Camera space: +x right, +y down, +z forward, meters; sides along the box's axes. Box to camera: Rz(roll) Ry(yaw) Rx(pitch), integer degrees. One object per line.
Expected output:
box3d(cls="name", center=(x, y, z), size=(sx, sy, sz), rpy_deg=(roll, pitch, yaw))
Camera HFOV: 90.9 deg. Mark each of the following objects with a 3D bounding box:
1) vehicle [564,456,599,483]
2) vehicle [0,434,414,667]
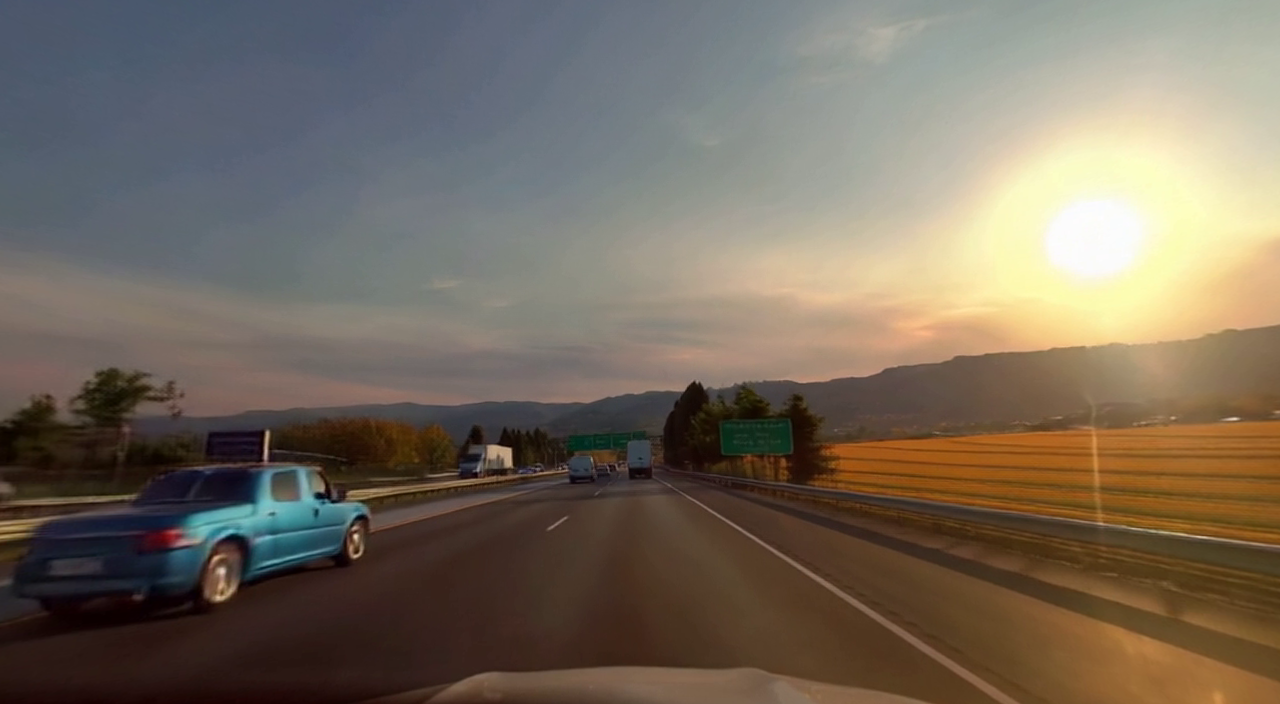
box3d(cls="vehicle", center=(-4.395, 9.007, 48.378), size=(2.208, 1.973, 4.716), rpy_deg=(1, -10, 0))
box3d(cls="vehicle", center=(-4.223, 1.697, 6.421), size=(2.090, 1.462, 4.603), rpy_deg=(1, -10, 0))
